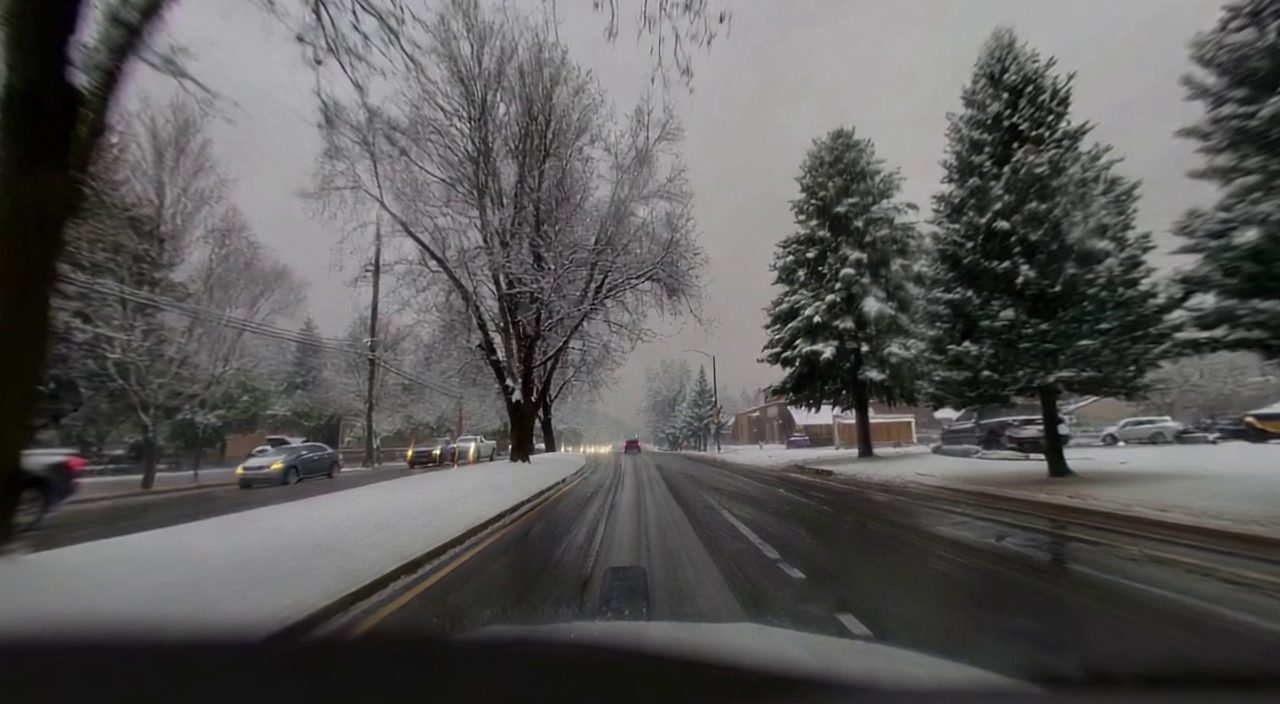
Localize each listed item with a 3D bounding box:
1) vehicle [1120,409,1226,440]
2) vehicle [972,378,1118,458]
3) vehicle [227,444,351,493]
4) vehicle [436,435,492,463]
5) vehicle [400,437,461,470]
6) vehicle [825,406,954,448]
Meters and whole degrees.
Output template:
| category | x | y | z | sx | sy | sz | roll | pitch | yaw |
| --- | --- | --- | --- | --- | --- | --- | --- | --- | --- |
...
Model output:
| category | x | y | z | sx | sy | sz | roll | pitch | yaw |
| --- | --- | --- | --- | --- | --- | --- | --- | --- | --- |
| vehicle | 31.818 | 4.376 | 37.719 | 4.528 | 1.734 | 1.985 | 0 | -8 | -1 |
| vehicle | 17.629 | 3.131 | 28.279 | 2.920 | 2.995 | 8.704 | -3 | -9 | 16 |
| vehicle | -11.909 | 3.936 | 21.782 | 1.931 | 1.493 | 4.308 | 0 | -8 | -3 |
| vehicle | -12.103 | 6.720 | 43.796 | 2.471 | 1.783 | 5.903 | 0 | -8 | -3 |
| vehicle | -10.474 | 5.100 | 31.788 | 1.778 | 1.517 | 3.923 | 0 | -8 | -1 |
| vehicle | 18.777 | 5.709 | 47.784 | 8.462 | 3.012 | 2.906 | 0 | -8 | -1 |
